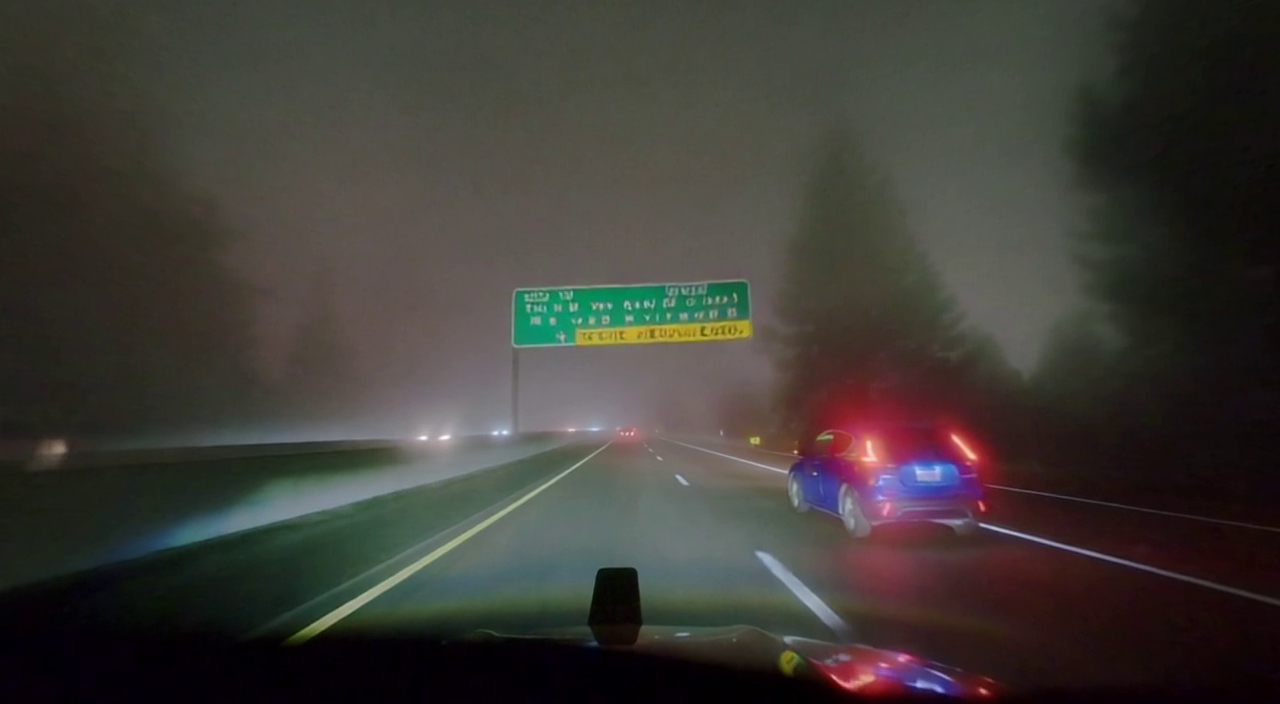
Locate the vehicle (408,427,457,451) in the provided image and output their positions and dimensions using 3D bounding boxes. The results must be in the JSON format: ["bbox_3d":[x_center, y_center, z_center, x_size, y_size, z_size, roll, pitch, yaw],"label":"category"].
[{"bbox_3d":[-13.727,5.795,41.850,1.890,1.543,4.201,0,-8,-1],"label":"vehicle"}]

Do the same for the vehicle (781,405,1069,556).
[{"bbox_3d":[3.438,1.610,8.605,1.973,1.563,3.959,0,-8,-2],"label":"vehicle"}]
